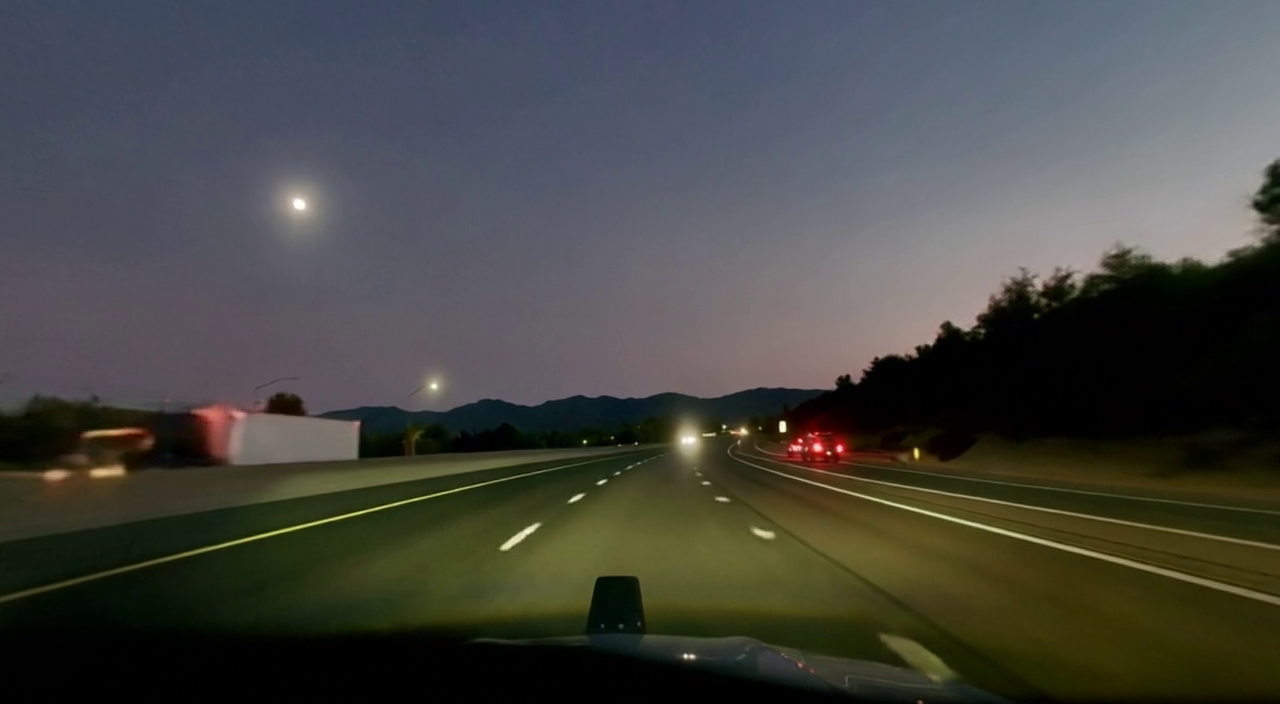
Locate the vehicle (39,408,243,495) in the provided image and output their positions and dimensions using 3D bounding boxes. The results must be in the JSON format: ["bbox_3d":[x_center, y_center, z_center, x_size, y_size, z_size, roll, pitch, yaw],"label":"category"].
[{"bbox_3d":[-21.068,4.282,27.331,2.950,3.246,6.825,0,-9,2],"label":"vehicle"}]
